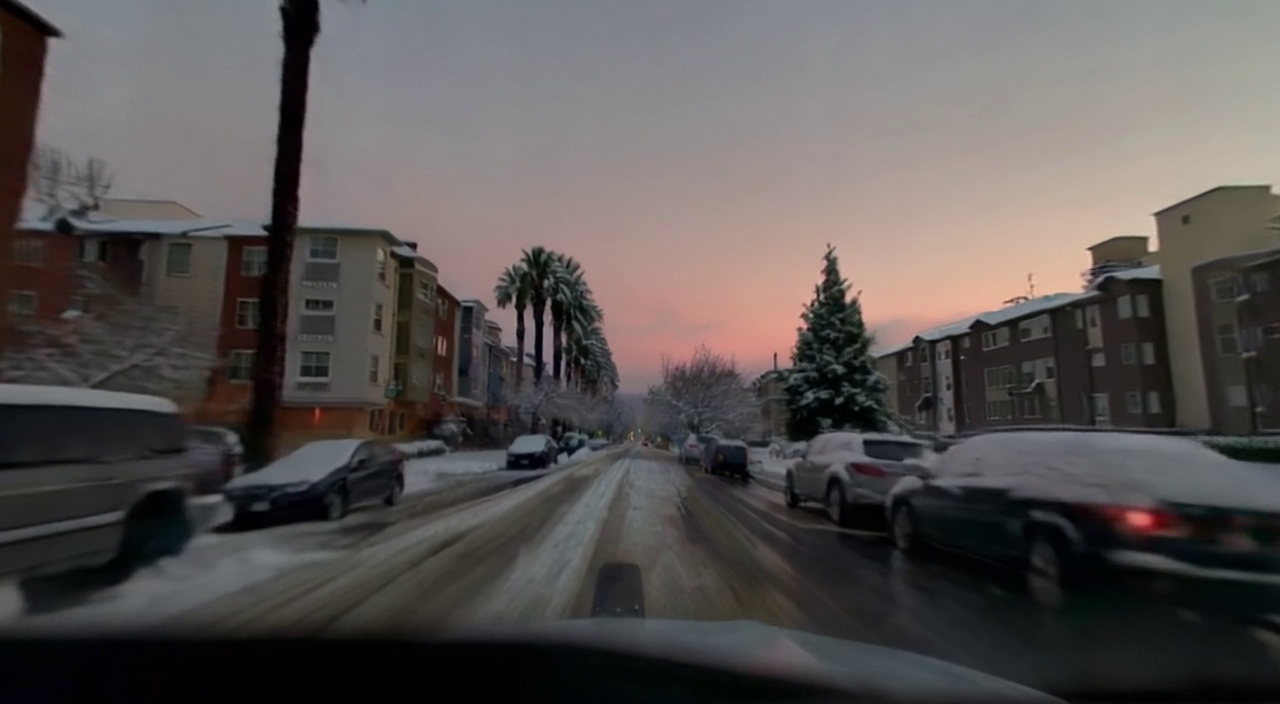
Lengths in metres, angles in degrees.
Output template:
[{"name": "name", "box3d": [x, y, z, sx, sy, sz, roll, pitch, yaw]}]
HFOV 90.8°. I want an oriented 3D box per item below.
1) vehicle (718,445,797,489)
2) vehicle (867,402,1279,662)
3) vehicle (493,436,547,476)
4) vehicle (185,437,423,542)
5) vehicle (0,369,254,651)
[{"name": "vehicle", "box3d": [4.213, 4.192, 23.414, 1.909, 1.449, 4.513, 0, -8, -2]}, {"name": "vehicle", "box3d": [4.437, 1.592, 6.831, 1.969, 1.782, 4.677, 0, -8, -3]}, {"name": "vehicle", "box3d": [-5.953, 5.207, 31.935, 1.947, 1.806, 4.413, 2, -8, -2]}, {"name": "vehicle", "box3d": [-5.748, 2.366, 11.685, 1.949, 1.512, 4.783, 0, -9, -3]}, {"name": "vehicle", "box3d": [-5.552, 1.092, 4.404, 2.358, 1.905, 5.615, 0, -9, -3]}]
